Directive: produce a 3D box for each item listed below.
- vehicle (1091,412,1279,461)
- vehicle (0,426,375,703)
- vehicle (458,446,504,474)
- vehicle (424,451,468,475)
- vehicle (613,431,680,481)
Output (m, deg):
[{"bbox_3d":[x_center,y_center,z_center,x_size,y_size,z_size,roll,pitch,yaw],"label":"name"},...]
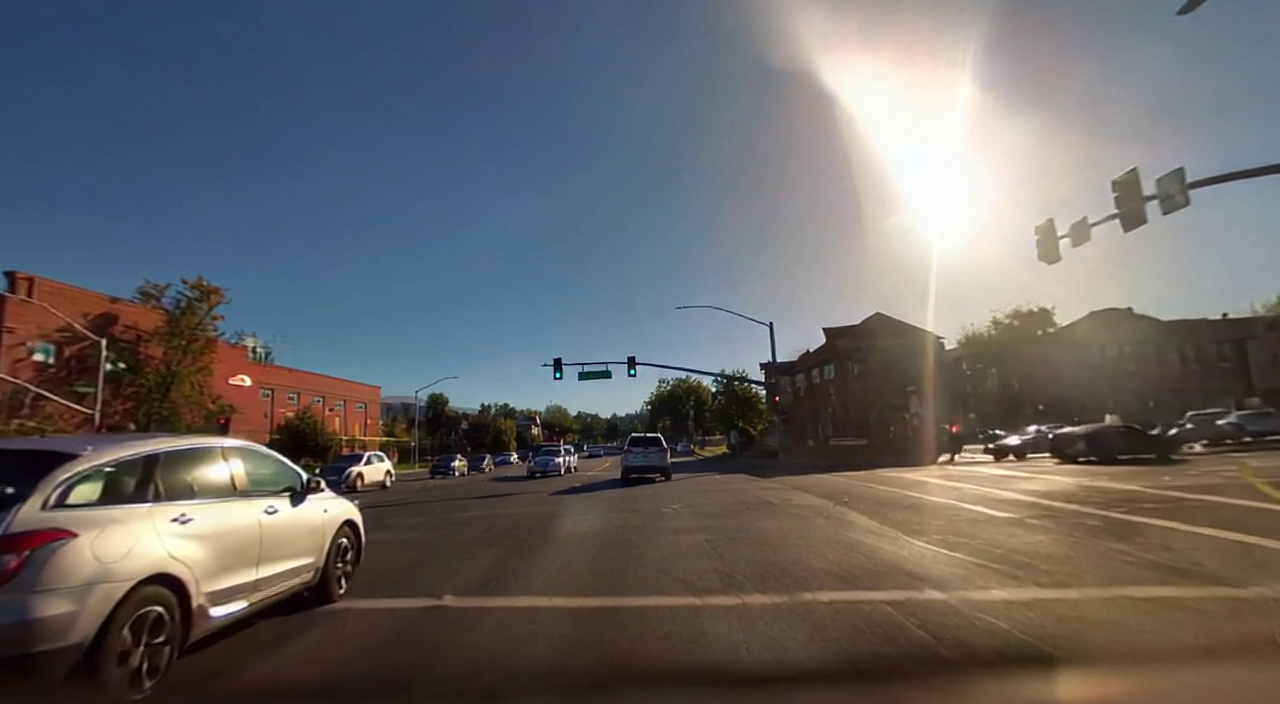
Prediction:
[{"bbox_3d":[17.420,2.723,20.231,4.430,1.480,1.923,0,-9,-1],"label":"vehicle"},{"bbox_3d":[-3.569,1.239,3.887,1.996,1.463,4.094,0,-9,1],"label":"vehicle"},{"bbox_3d":[-11.250,7.652,45.035,2.022,1.825,4.744,0,-9,0],"label":"vehicle"},{"bbox_3d":[-15.176,8.687,49.525,1.935,1.691,4.738,0,-9,0],"label":"vehicle"},{"bbox_3d":[0.199,4.304,26.369,2.513,1.854,5.235,0,-9,-1],"label":"vehicle"}]
